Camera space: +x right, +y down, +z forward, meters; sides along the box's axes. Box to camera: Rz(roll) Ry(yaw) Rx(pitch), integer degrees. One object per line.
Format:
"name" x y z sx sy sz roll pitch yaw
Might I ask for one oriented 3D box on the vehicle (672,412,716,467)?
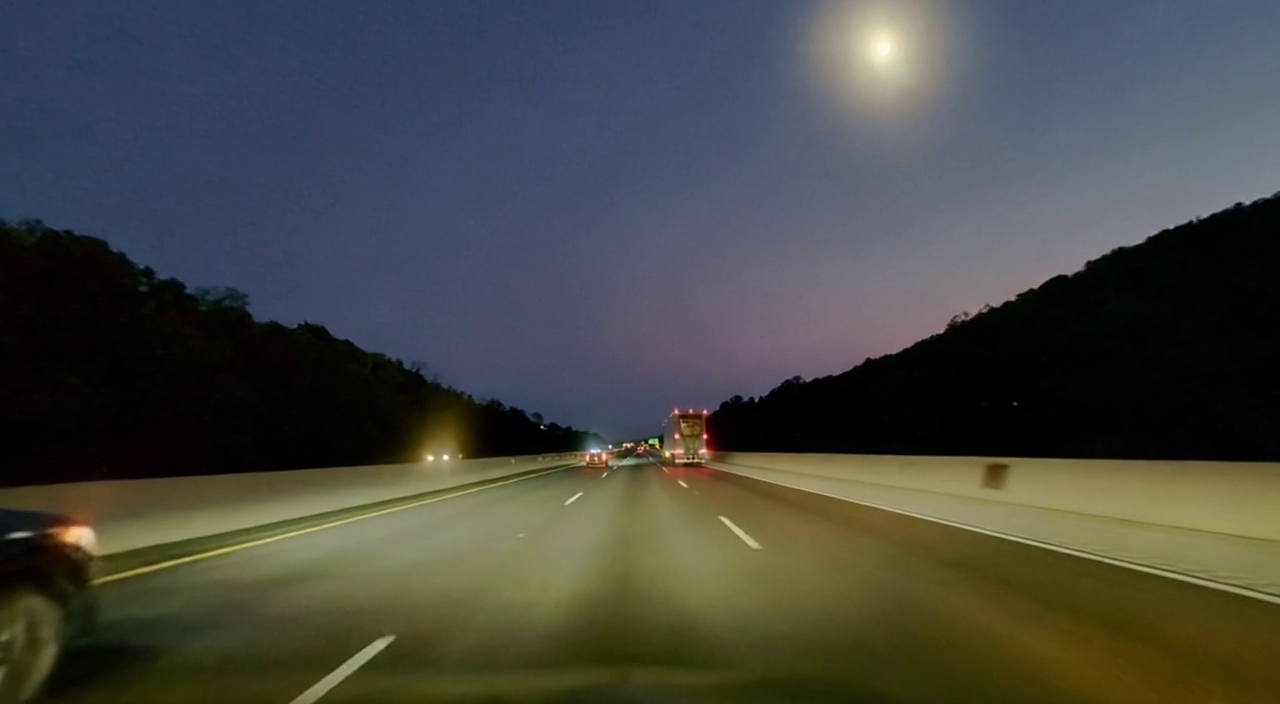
"vehicle" 4.111 6.891 49.415 2.904 4.001 5.861 0 -9 -1

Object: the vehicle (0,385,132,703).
"vehicle" -3.472 0.683 0.985 1.944 1.548 4.051 0 -9 0

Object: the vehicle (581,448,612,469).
"vehicle" -3.345 8.196 48.890 2.091 1.522 4.301 0 -9 0
